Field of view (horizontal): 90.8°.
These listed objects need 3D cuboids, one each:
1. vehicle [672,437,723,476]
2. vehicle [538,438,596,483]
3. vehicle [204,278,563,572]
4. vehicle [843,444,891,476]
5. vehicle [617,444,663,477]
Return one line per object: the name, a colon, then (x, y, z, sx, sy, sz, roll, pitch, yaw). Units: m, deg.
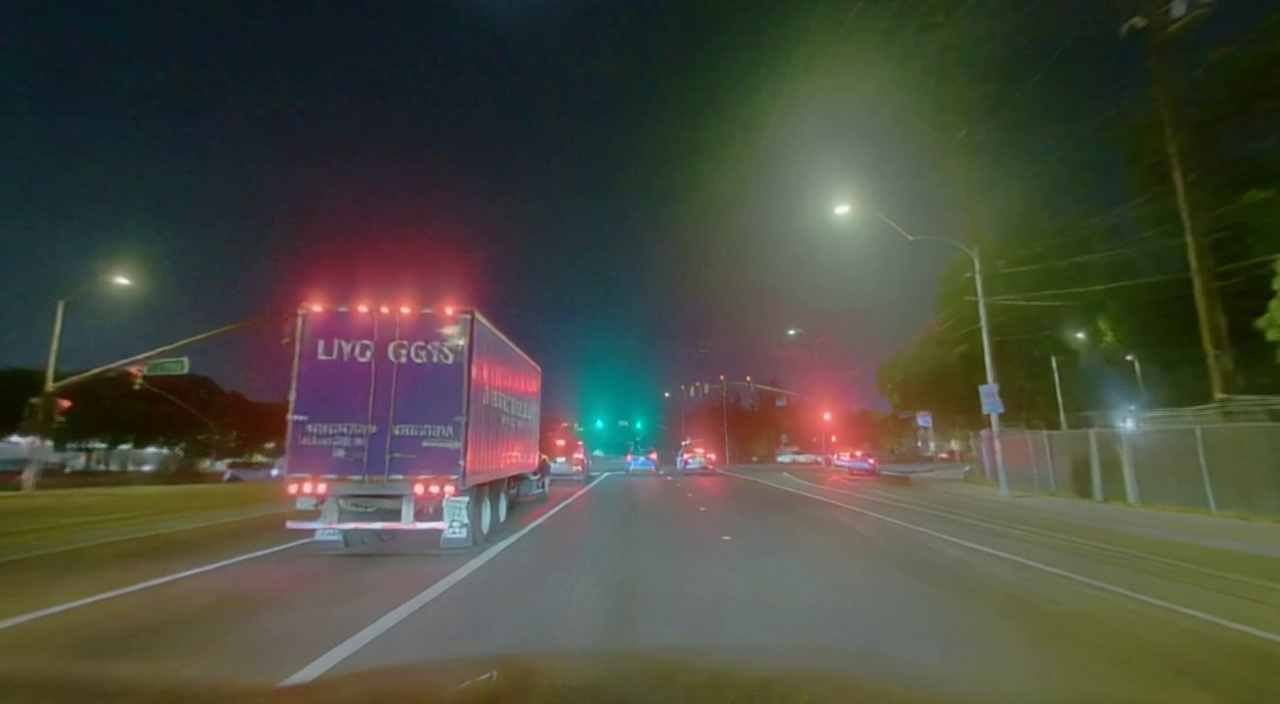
vehicle: (2.884, 5.378, 32.636, 2.086, 1.849, 4.607, 0, -9, -1)
vehicle: (-3.167, 4.783, 28.192, 1.994, 1.806, 4.564, 0, -9, 1)
vehicle: (-3.380, 1.411, 11.361, 2.889, 3.347, 8.285, 0, -9, 0)
vehicle: (13.084, 6.147, 36.213, 2.102, 1.662, 4.533, -4, -10, 25)
vehicle: (-0.025, 5.345, 31.215, 2.117, 1.499, 4.036, 0, -9, -1)
